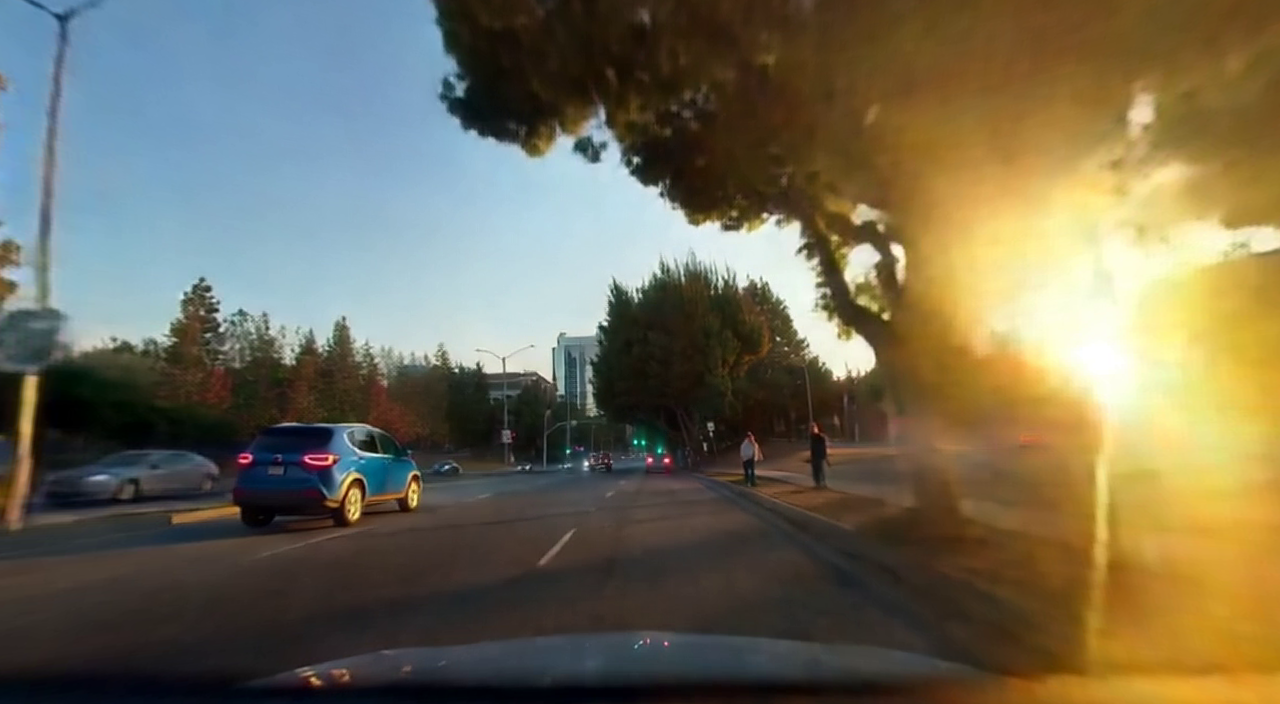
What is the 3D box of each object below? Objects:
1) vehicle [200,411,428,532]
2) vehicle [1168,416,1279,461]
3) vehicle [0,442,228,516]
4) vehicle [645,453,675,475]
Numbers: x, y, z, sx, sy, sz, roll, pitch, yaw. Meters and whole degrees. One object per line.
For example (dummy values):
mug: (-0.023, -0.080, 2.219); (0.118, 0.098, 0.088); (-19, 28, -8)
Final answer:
vehicle: (-5.914, 2.219, 12.199); (2.027, 1.908, 4.273); (0, -8, 1)
vehicle: (22.921, 3.308, 23.890); (2.001, 1.558, 4.803); (-1, -8, 6)
vehicle: (-12.516, 2.966, 15.349); (2.074, 1.514, 4.545); (1, -8, -4)
vehicle: (1.424, 8.063, 45.582); (2.091, 1.494, 3.962); (0, -8, 0)
